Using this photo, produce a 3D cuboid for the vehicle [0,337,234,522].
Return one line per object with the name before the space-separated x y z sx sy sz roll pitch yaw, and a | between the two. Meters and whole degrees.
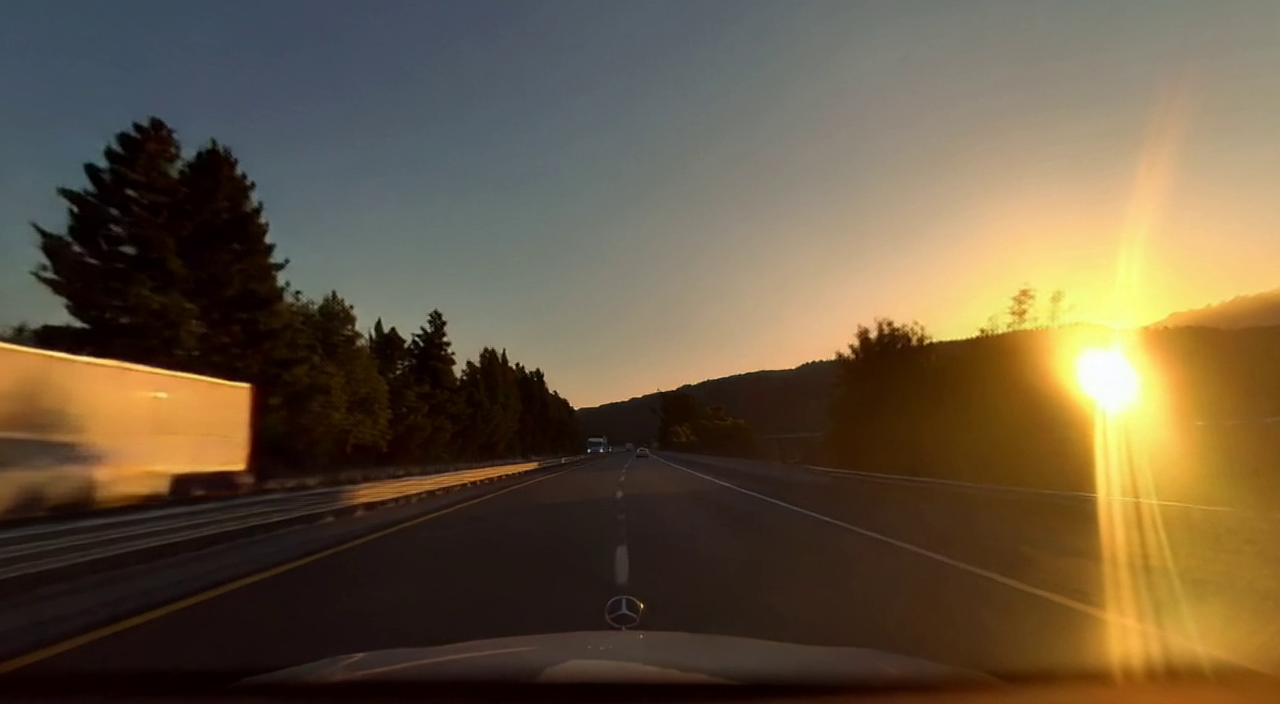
vehicle | -15.426 1.762 14.170 2.933 3.968 14.979 0 -9 -1
